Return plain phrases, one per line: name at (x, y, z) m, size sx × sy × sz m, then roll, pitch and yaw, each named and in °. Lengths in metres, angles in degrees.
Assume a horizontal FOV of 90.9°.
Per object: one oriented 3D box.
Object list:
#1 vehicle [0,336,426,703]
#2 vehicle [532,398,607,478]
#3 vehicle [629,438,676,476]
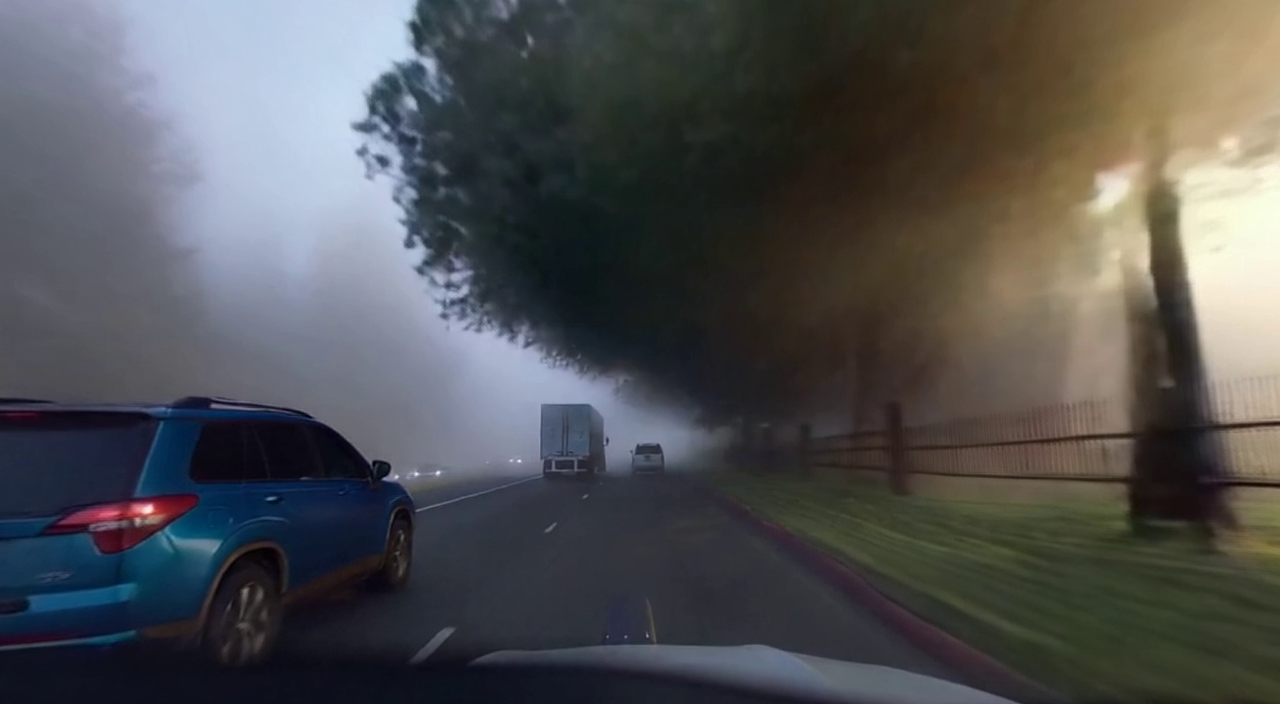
vehicle at (-3.435, 1.184, 4.614) m, size 2.093 × 1.832 × 4.508 m, roll 0°, pitch -9°, yaw 1°
vehicle at (-3.476, 4.661, 33.777) m, size 2.928 × 3.658 × 8.980 m, roll 0°, pitch -8°, yaw 0°
vehicle at (0.606, 5.197, 31.407) m, size 2.174 × 1.749 × 4.113 m, roll 0°, pitch -9°, yaw 1°
